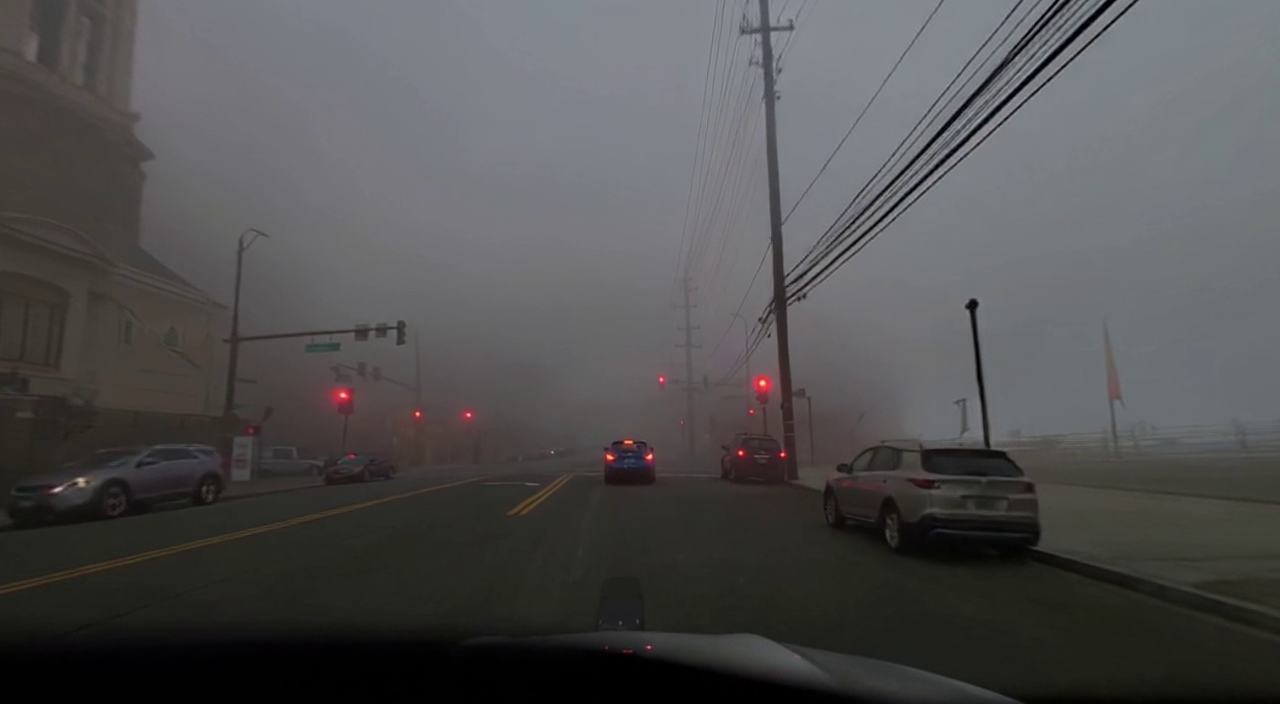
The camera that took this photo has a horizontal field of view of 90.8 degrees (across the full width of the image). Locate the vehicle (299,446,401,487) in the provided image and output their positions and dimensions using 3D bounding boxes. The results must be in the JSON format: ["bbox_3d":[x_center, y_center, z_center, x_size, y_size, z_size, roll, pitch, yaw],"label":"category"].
[{"bbox_3d":[-11.982,4.718,26.504,1.980,1.502,4.655,-1,-8,1],"label":"vehicle"}]

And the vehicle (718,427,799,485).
[{"bbox_3d":[3.917,3.527,21.727,2.015,1.780,4.261,0,-8,1],"label":"vehicle"}]

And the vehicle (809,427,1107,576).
[{"bbox_3d":[3.911,1.813,8.688,2.003,1.524,3.868,0,-6,-1],"label":"vehicle"}]

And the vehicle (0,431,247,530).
[{"bbox_3d":[-12.126,2.961,15.199,2.071,1.814,5.185,-5,-8,0],"label":"vehicle"}]

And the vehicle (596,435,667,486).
[{"bbox_3d":[-0.282,3.445,20.397,2.049,1.453,4.299,0,-8,-1],"label":"vehicle"}]
